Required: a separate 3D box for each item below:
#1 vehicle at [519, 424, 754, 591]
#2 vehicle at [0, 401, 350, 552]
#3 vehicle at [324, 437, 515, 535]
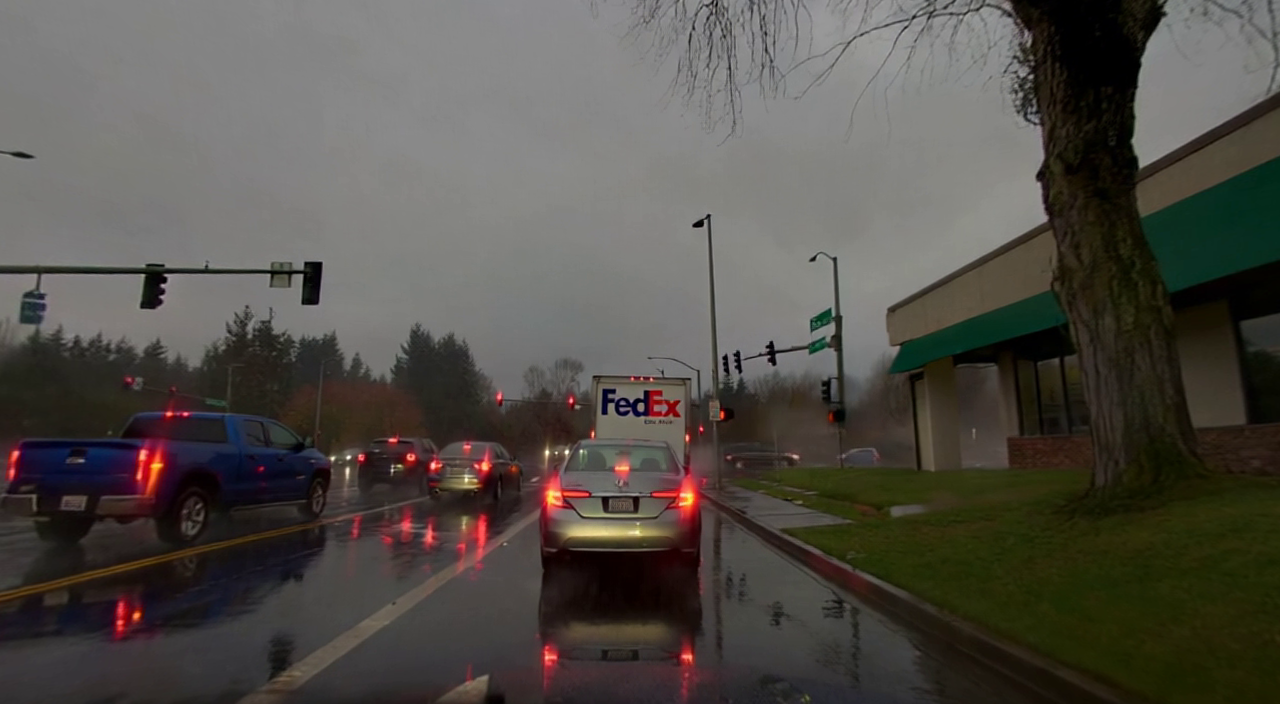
[{"bbox_3d":[-0.036,1.748,7.953,2.145,1.513,4.269,0,-9,0],"label":"vehicle"},{"bbox_3d":[-7.267,1.983,10.745,2.125,1.893,5.498,0,-9,-2],"label":"vehicle"},{"bbox_3d":[-3.855,2.402,11.949,1.949,1.487,4.390,0,-9,1],"label":"vehicle"}]
